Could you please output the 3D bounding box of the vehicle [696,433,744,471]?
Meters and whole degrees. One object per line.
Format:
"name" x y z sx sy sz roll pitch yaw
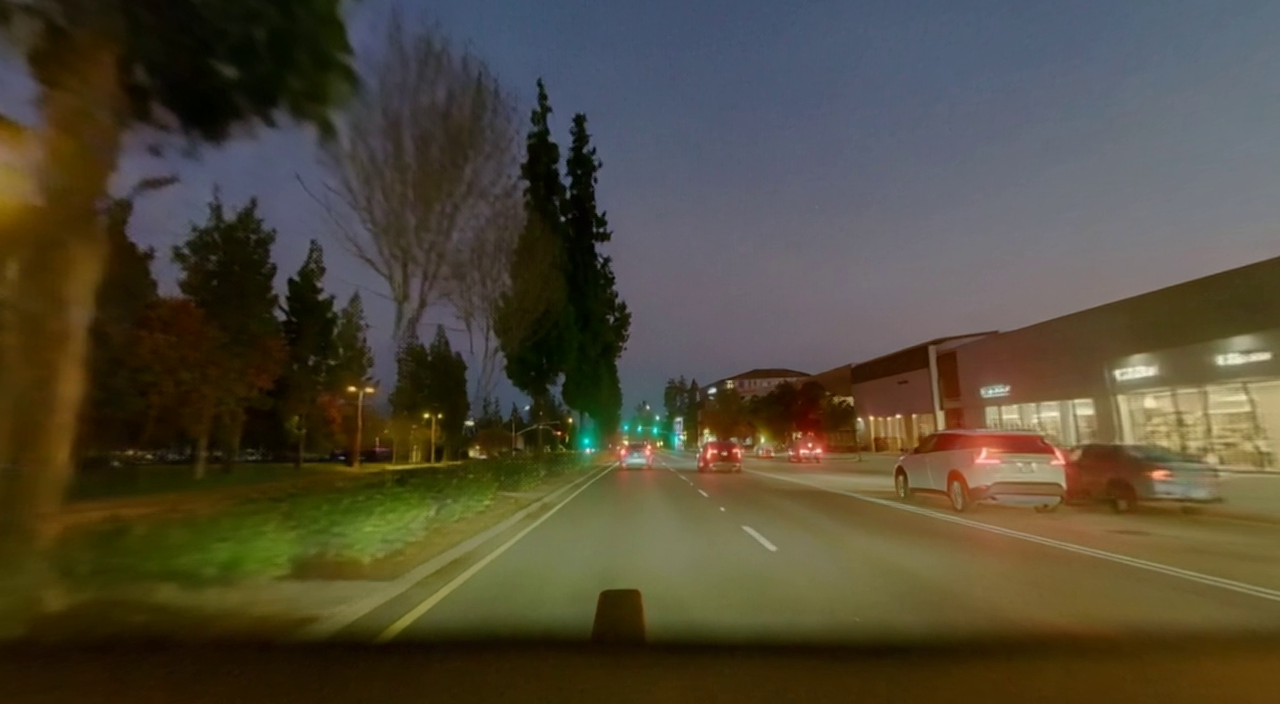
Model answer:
"vehicle" 4.131 5.252 33.256 1.955 1.845 4.538 0 -8 1

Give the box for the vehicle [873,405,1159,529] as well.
"vehicle" 6.935 2.219 12.767 2.240 1.923 5.678 0 -8 0

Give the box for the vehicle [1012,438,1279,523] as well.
"vehicle" 10.427 2.609 13.511 1.898 1.475 4.860 0 -8 -1

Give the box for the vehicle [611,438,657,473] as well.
"vehicle" -0.266 4.958 30.395 2.037 1.568 3.693 0 -8 0
